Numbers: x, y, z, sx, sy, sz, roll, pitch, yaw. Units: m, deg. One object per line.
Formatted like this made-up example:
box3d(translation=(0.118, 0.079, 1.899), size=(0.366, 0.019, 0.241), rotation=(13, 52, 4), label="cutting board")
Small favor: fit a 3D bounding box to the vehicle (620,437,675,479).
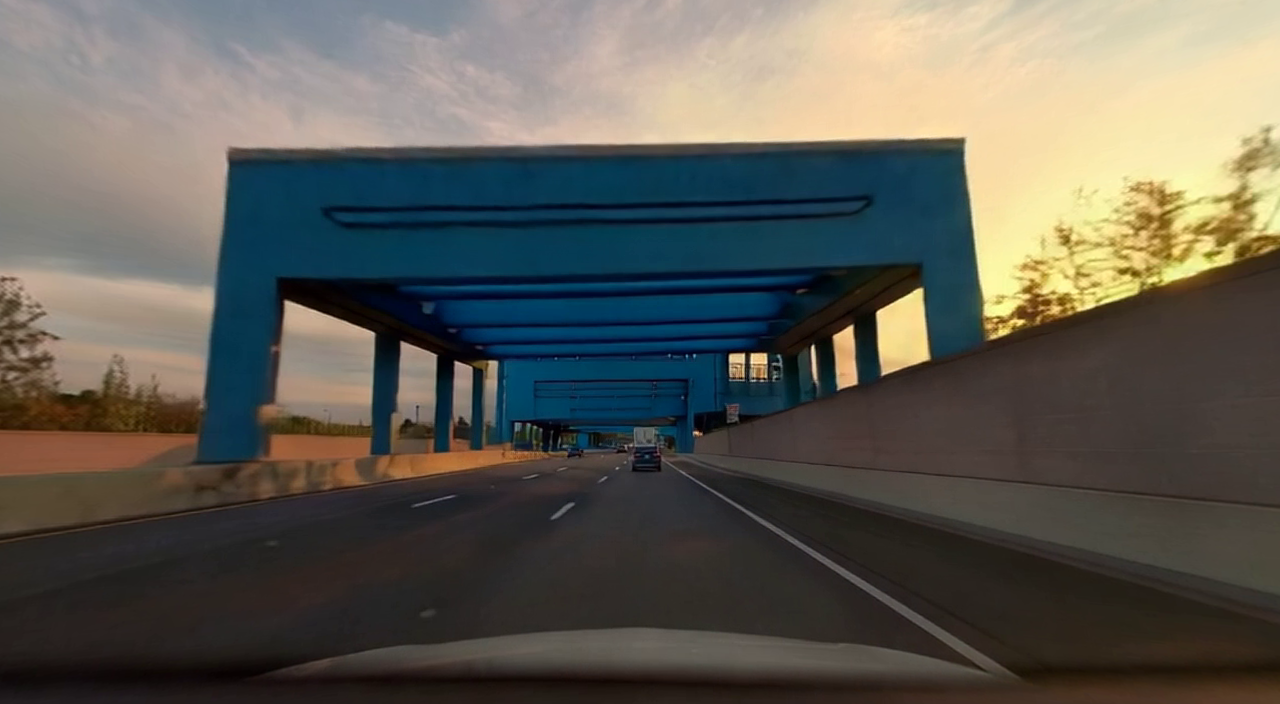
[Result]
box3d(translation=(0.286, 4.824, 28.829), size=(2.299, 1.716, 4.579), rotation=(0, -9, 0), label="vehicle")
